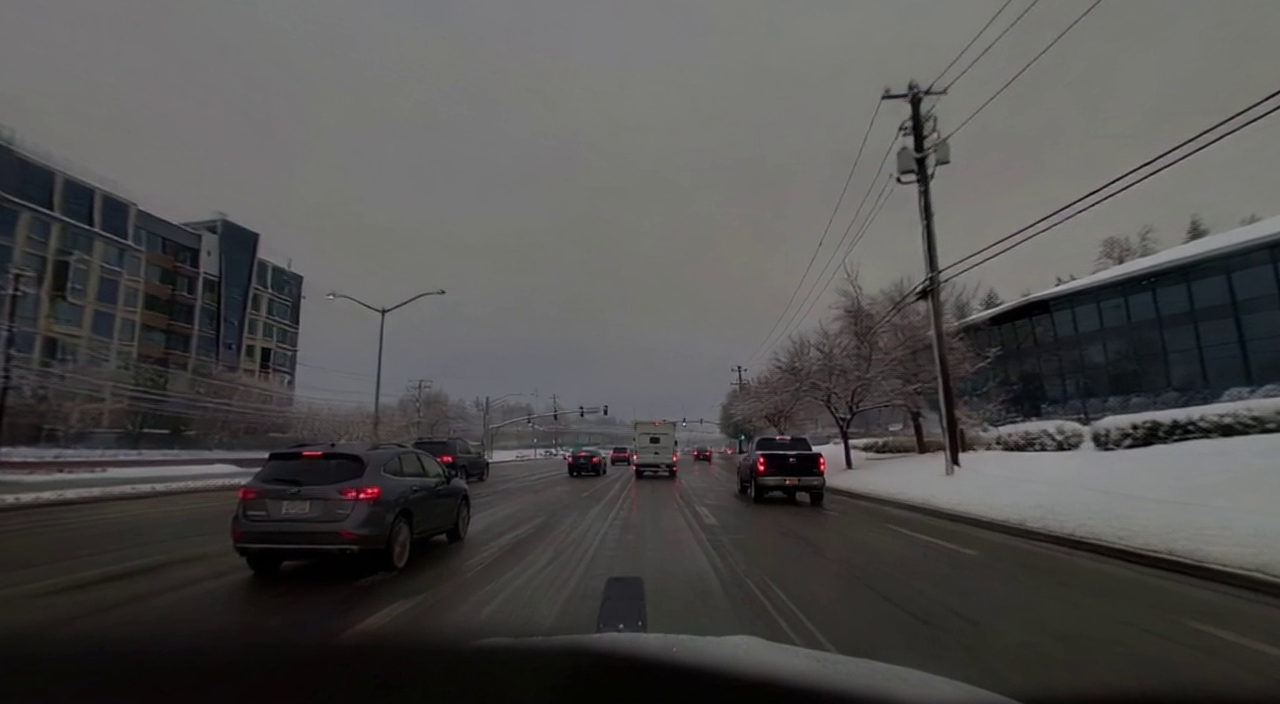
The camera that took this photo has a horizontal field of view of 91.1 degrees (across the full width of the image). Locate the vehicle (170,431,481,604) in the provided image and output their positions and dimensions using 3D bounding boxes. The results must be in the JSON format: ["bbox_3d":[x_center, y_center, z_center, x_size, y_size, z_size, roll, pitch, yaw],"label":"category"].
[{"bbox_3d":[-3.537,1.885,8.009,1.934,1.643,3.718,0,-9,1],"label":"vehicle"}]

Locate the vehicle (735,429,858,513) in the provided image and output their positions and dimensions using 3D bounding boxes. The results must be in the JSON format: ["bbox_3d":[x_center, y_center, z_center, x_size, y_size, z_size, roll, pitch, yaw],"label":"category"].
[{"bbox_3d":[3.970,3.100,16.828,2.283,1.923,4.427,0,-9,2],"label":"vehicle"}]

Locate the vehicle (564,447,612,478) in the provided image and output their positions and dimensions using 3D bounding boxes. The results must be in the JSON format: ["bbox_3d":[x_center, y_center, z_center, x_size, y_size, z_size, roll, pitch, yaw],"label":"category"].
[{"bbox_3d":[-2.714,5.898,33.858,1.984,1.567,4.311,-1,-9,4],"label":"vehicle"}]

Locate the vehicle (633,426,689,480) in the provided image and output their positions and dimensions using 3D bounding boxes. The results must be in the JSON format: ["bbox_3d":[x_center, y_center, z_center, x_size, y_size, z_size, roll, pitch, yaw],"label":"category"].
[{"bbox_3d":[1.170,5.062,31.558,2.457,2.440,5.486,-1,-9,5],"label":"vehicle"}]
